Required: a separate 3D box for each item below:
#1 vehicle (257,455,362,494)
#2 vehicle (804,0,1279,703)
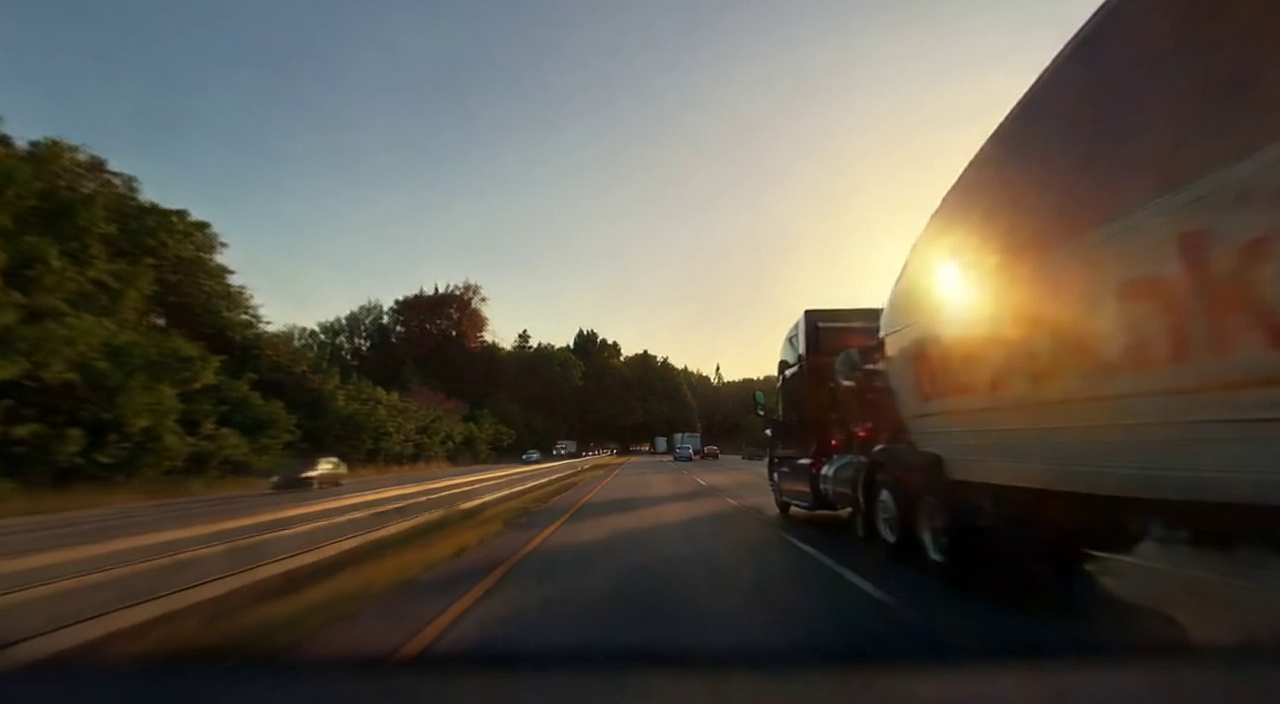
[{"bbox_3d":[-13.011,4.824,24.997,1.893,1.381,4.130,-1,-9,1],"label":"vehicle"},{"bbox_3d":[3.890,-0.075,4.105,3.025,4.010,9.542,0,-9,0],"label":"vehicle"}]
